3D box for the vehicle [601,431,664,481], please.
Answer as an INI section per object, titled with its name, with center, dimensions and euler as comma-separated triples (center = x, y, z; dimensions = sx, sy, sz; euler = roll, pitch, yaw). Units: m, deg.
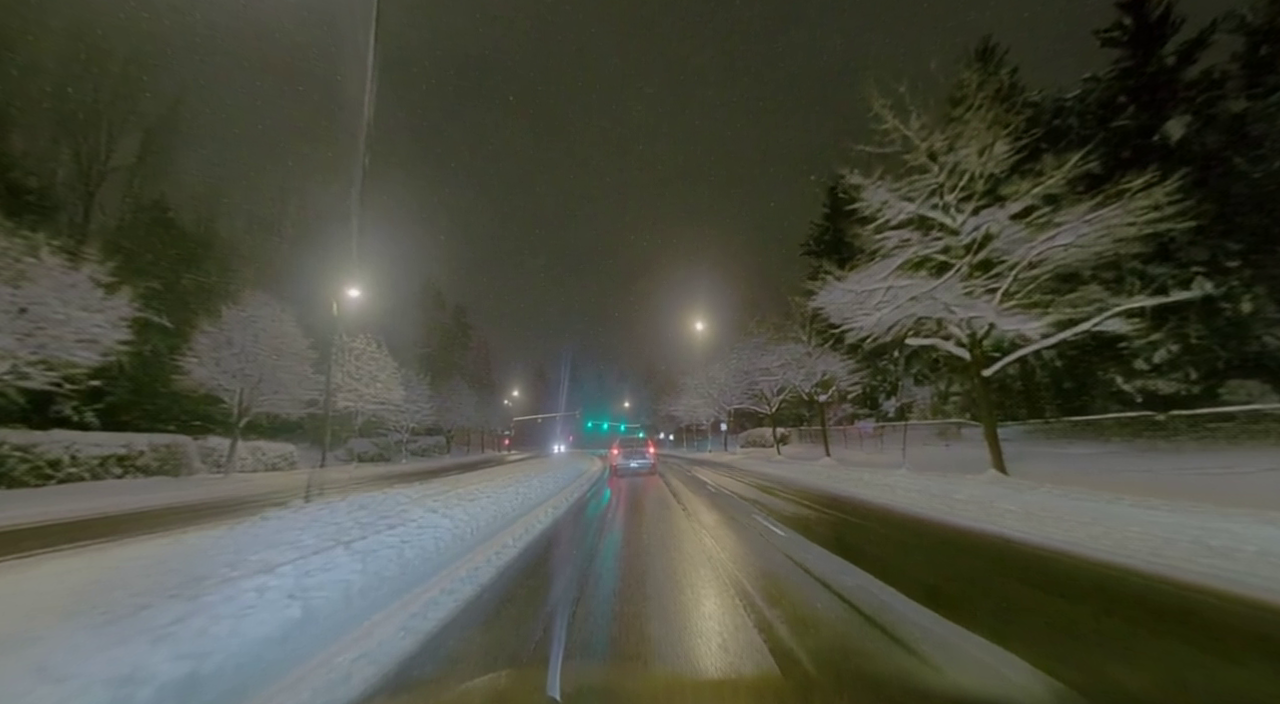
[vehicle]
center = -0.267, 3.932, 24.043
dimensions = 2.192, 1.734, 4.176
euler = 0, -8, 0
